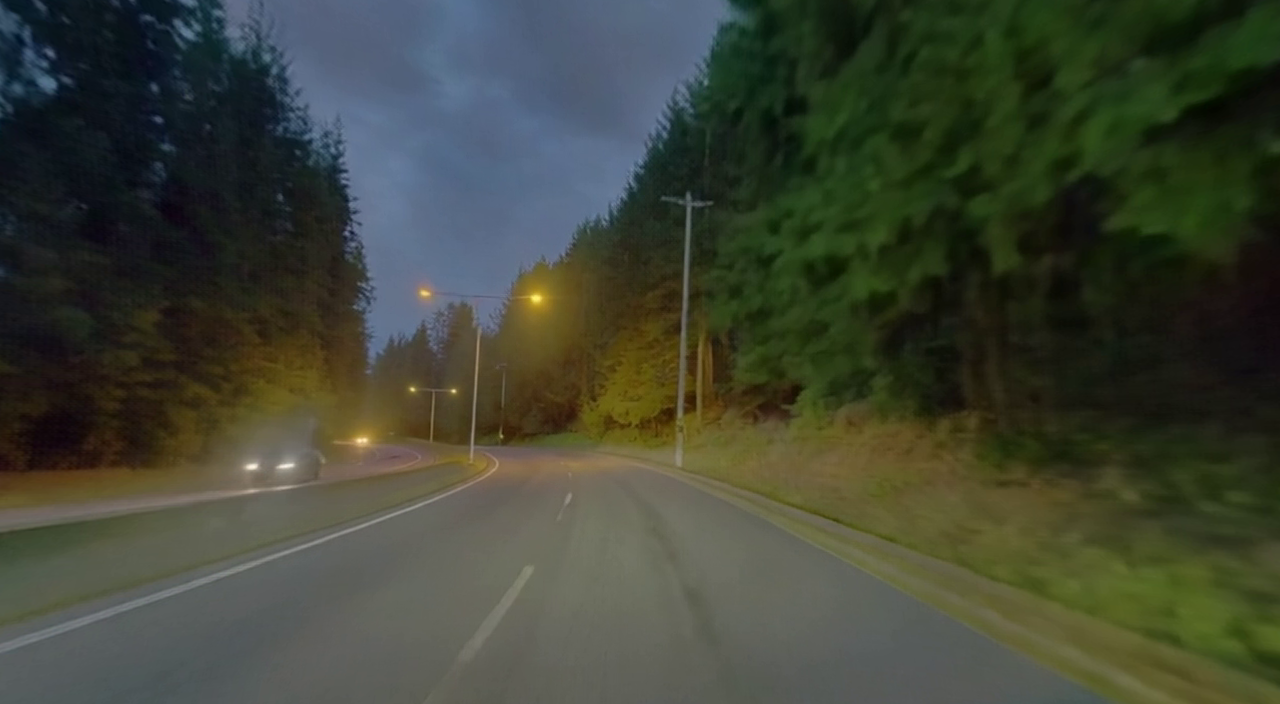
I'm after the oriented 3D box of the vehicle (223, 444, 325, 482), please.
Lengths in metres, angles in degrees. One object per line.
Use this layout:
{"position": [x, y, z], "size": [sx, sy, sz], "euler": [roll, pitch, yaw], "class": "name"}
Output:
{"position": [-15.295, 4.621, 26.684], "size": [1.998, 1.430, 4.755], "euler": [1, -9, -8], "class": "vehicle"}
